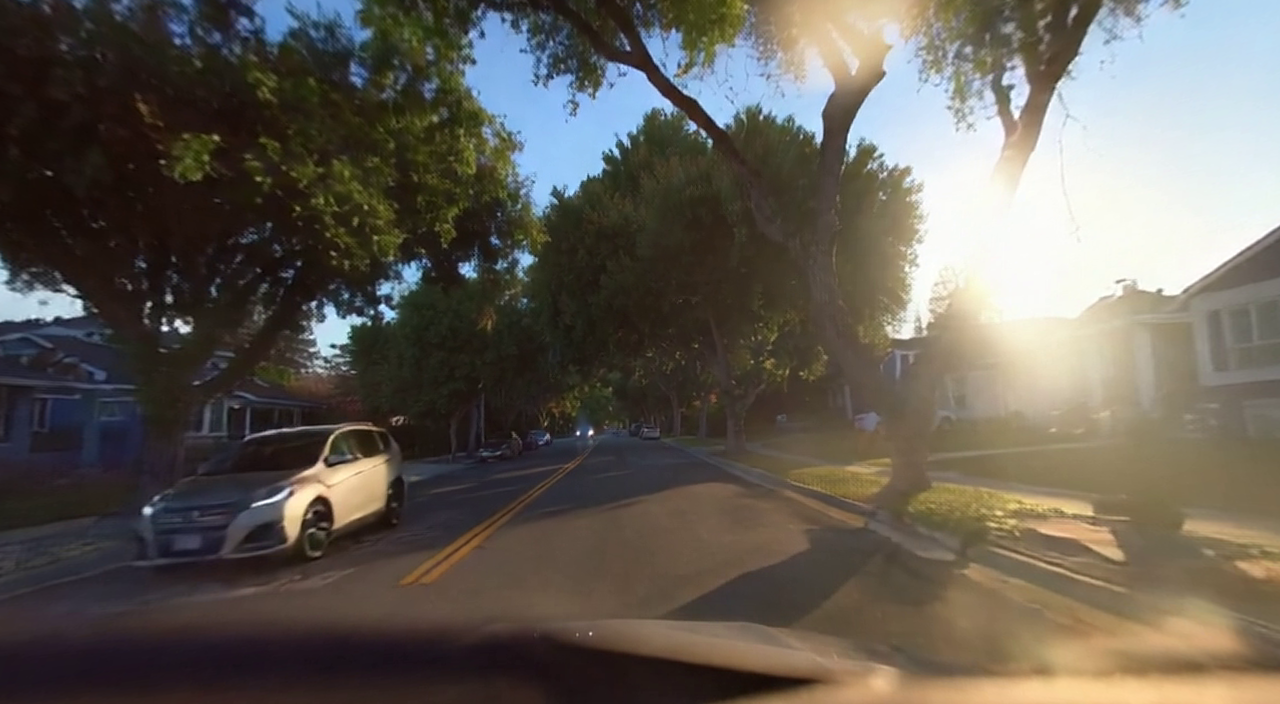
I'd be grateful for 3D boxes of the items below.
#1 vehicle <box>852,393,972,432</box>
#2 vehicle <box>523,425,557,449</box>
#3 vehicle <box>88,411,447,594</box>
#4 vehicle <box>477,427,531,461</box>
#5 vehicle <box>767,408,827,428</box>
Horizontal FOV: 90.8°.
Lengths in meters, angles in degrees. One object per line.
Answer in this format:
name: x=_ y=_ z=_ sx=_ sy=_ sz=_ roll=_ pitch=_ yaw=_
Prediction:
vehicle: x=11.910 y=2.710 z=27.944 sx=4.389 sy=1.480 sz=2.038 roll=-3 pitch=-7 yaw=8
vehicle: x=-7.528 y=6.423 z=48.012 sx=2.033 sy=1.721 sz=4.328 roll=-1 pitch=-7 yaw=-2
vehicle: x=-4.202 y=1.699 z=8.227 sx=1.973 sy=1.683 sz=4.400 roll=-1 pitch=-7 yaw=0
vehicle: x=-7.126 y=4.844 z=33.624 sx=2.031 sy=1.662 sz=4.194 roll=-1 pitch=-7 yaw=-1
vehicle: x=12.160 y=5.159 z=49.052 sx=4.370 sy=1.433 sz=1.889 roll=-3 pitch=-8 yaw=11
